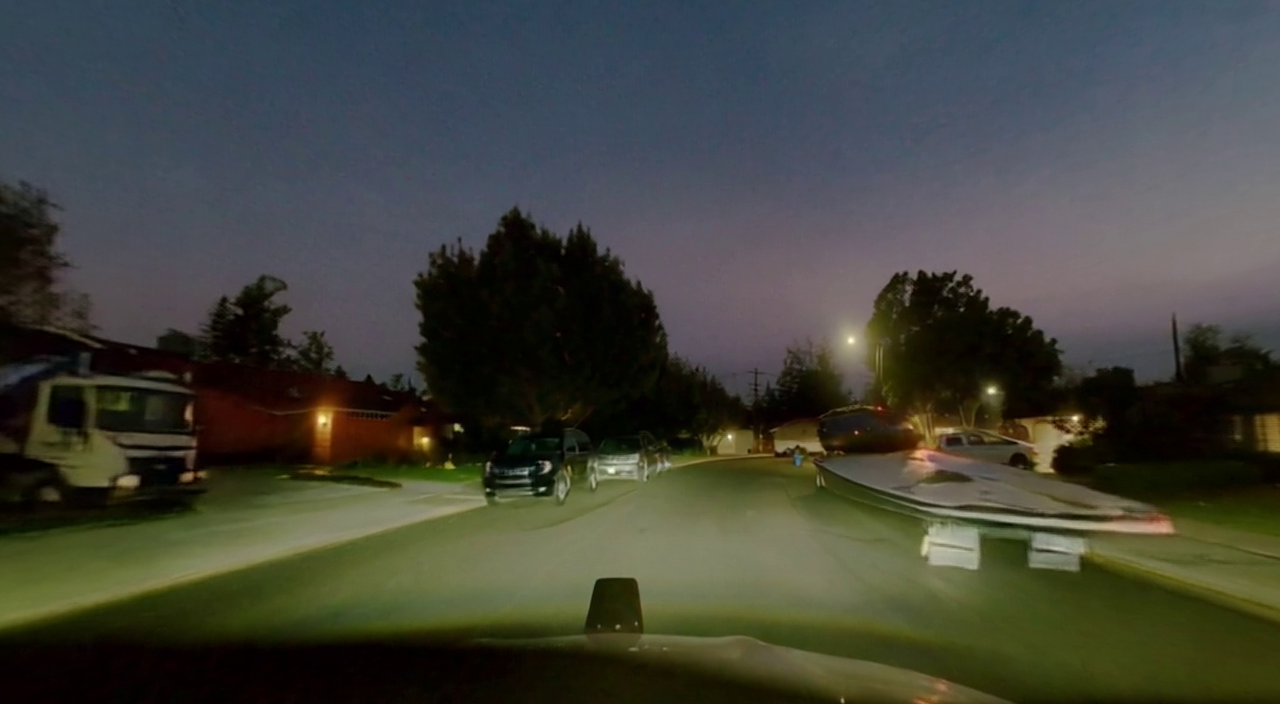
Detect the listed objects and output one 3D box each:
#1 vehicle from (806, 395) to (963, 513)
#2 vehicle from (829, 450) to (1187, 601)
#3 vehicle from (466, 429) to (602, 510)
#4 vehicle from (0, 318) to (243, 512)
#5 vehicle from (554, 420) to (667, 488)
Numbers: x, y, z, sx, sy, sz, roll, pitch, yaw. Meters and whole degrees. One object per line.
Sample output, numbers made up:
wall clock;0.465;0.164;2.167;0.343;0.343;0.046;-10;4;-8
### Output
vehicle;6.153;2.690;16.866;2.697;2.558;5.635;-2;-9;9
vehicle;4.977;2.399;10.255;2.804;1.336;6.700;0;-7;10
vehicle;-2.501;2.951;16.309;2.052;1.745;4.737;-2;-9;9
vehicle;-12.243;1.238;11.726;7.767;3.105;2.858;-1;-9;3
vehicle;-0.931;3.932;24.556;2.632;2.249;6.179;-3;-9;15
